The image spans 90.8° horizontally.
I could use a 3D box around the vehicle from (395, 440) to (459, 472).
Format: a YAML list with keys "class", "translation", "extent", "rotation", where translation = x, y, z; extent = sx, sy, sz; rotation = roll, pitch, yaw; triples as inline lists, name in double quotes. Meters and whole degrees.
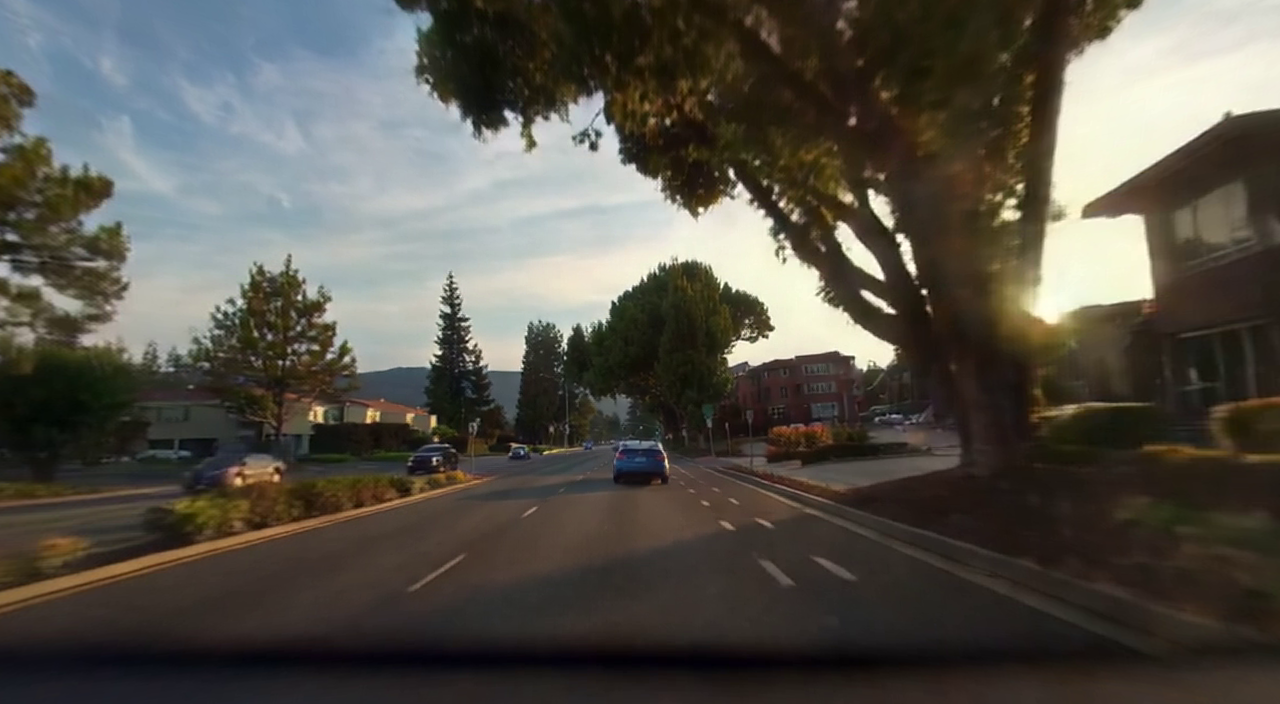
- class: "vehicle"
  translation: [-12.153, 5.960, 36.368]
  extent: [2.143, 1.711, 4.477]
  rotation: [0, -8, 0]

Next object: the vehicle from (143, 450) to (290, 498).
- class: "vehicle"
  translation: [-15.375, 4.432, 23.338]
  extent: [2.124, 1.542, 4.702]
  rotation: [0, -9, 1]

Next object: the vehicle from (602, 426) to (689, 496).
- class: "vehicle"
  translation: [0.123, 2.953, 17.343]
  extent: [2.094, 1.682, 3.866]
  rotation: [0, -9, 0]
